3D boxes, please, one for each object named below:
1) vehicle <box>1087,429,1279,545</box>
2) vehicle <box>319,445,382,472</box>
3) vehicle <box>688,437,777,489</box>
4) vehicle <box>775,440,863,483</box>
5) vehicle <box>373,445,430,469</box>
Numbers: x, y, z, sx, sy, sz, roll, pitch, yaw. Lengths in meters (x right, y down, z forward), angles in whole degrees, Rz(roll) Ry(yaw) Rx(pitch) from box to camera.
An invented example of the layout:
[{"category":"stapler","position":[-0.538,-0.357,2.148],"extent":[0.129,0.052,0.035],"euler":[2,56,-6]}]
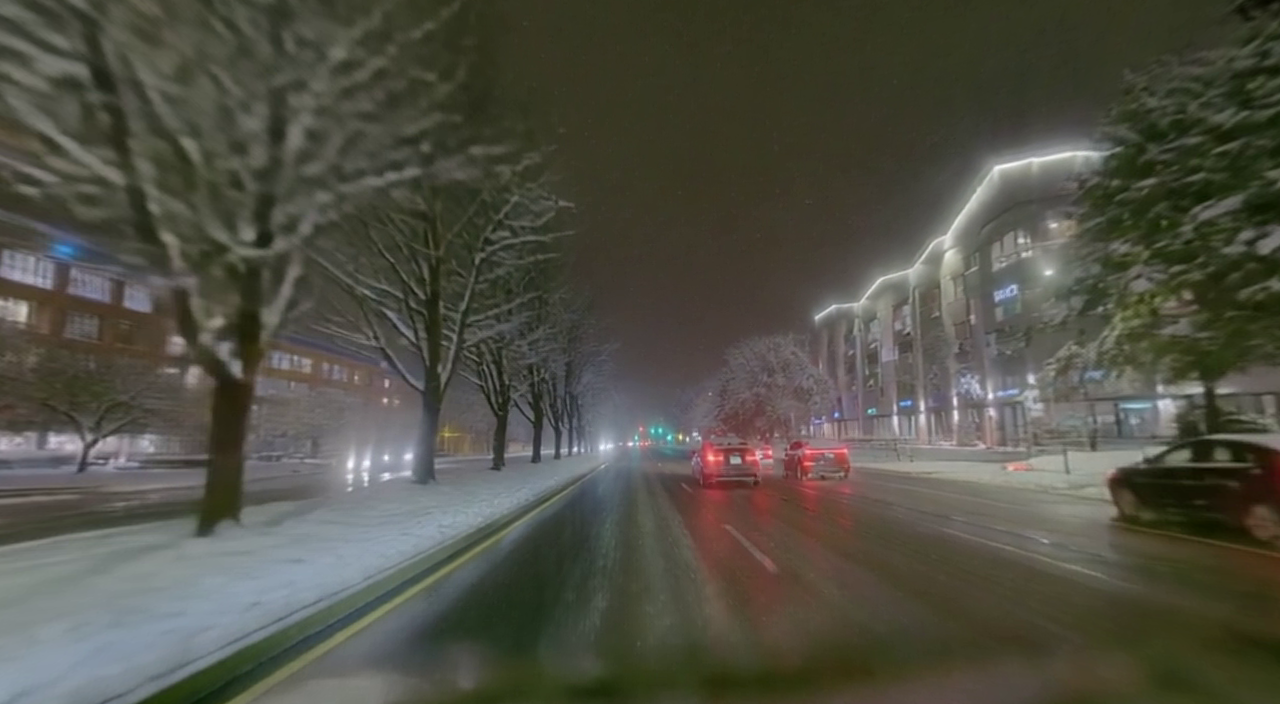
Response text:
[{"category":"vehicle","position":[9.800,2.044,9.904],"extent":[1.952,1.574,5.052],"euler":[0,-8,1]},{"category":"vehicle","position":[-19.646,7.203,43.122],"extent":[2.071,1.743,4.749],"euler":[0,-8,0]},{"category":"vehicle","position":[2.876,3.576,20.747],"extent":[2.131,1.491,4.496],"euler":[0,-8,-2]},{"category":"vehicle","position":[6.504,4.019,23.488],"extent":[1.912,1.411,4.380],"euler":[0,-8,-1]},{"category":"vehicle","position":[-16.612,7.302,44.247],"extent":[2.031,1.607,4.759],"euler":[0,-8,1]}]
